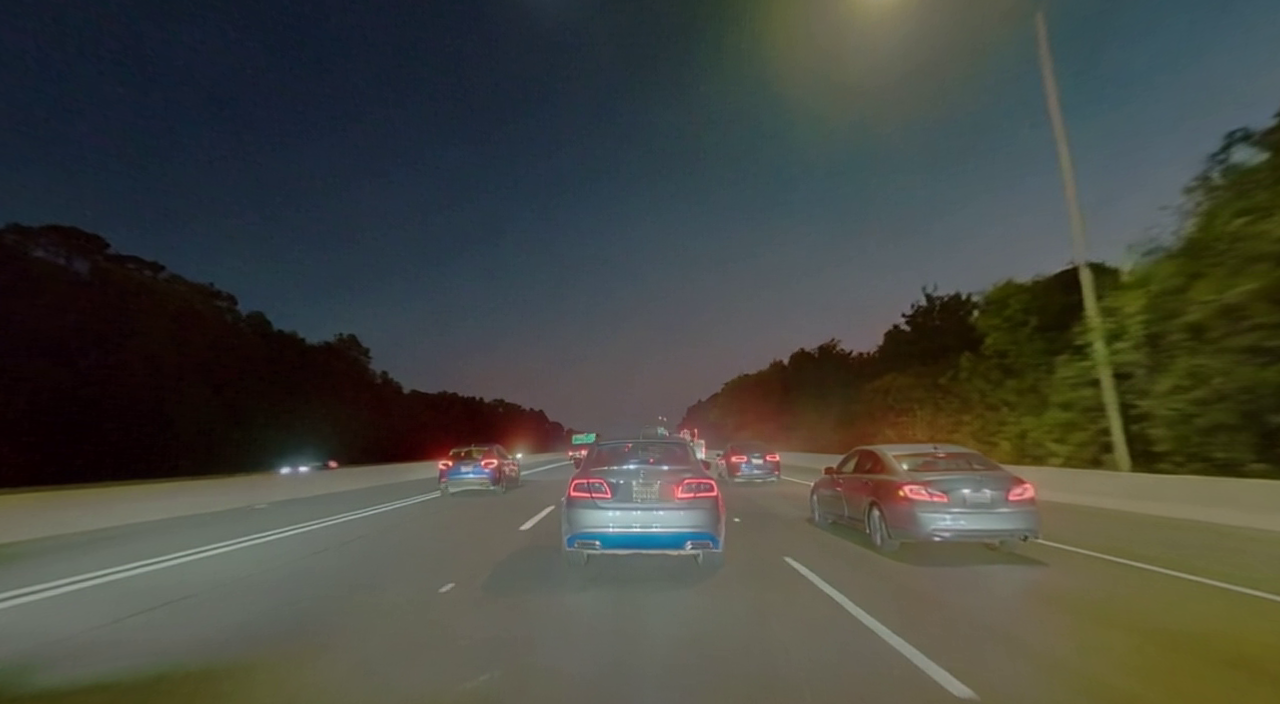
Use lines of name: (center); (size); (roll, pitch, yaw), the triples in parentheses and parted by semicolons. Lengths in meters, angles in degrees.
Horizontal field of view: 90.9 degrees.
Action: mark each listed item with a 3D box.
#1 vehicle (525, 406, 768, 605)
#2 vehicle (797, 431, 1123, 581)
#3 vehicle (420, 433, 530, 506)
vehicle: (0.010, 1.620, 7.421); (2.093, 1.695, 3.782); (0, -9, -2)
vehicle: (3.684, 1.856, 8.440); (1.953, 1.434, 4.511); (0, -9, -1)
vehicle: (-4.250, 3.100, 16.931); (1.890, 1.708, 3.844); (0, -9, 0)
